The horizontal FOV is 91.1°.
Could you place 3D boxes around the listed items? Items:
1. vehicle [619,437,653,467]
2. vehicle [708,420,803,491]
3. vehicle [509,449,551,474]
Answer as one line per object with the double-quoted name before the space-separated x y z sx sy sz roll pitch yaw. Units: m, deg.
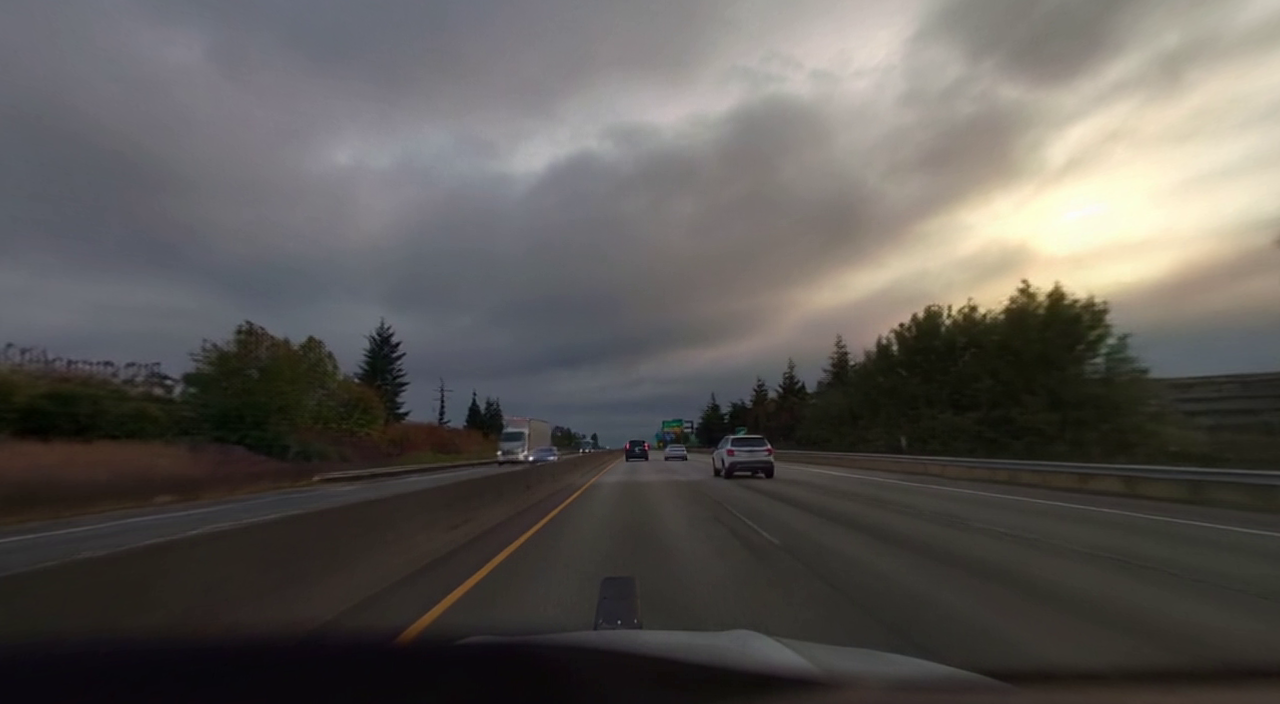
"vehicle" -0.278 6.833 43.009 2.192 1.912 4.524 0 -9 -1
"vehicle" 3.537 3.278 20.187 1.981 1.984 4.623 0 -9 -2
"vehicle" -7.028 7.064 40.707 1.901 1.462 4.439 0 -9 0
